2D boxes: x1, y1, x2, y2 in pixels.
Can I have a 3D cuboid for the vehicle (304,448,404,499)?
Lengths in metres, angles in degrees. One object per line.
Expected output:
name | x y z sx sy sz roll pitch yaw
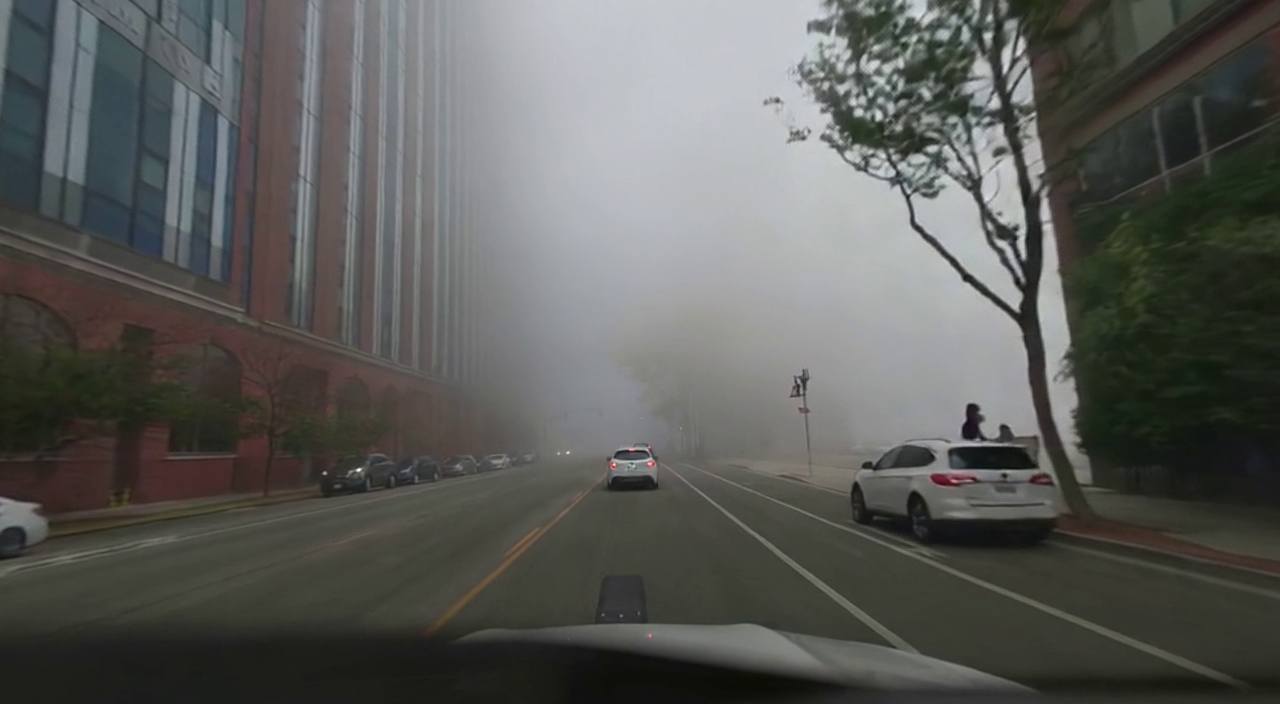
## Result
vehicle | -11.891 5.029 26.693 2.114 1.938 4.590 0 -8 -1

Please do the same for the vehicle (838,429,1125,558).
vehicle | 4.967 2.087 10.080 2.075 1.584 4.201 0 -9 -2

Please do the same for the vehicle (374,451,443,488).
vehicle | -11.730 5.945 32.284 1.881 1.686 4.451 0 -8 -1

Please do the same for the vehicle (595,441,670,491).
vehicle | -0.197 3.735 21.079 2.269 1.479 3.980 0 -8 1

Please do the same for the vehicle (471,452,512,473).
vehicle | -11.557 8.618 49.419 1.991 1.507 4.879 0 -8 0

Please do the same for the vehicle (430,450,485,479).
vehicle | -11.824 7.278 41.286 2.077 1.732 4.704 0 -8 1
